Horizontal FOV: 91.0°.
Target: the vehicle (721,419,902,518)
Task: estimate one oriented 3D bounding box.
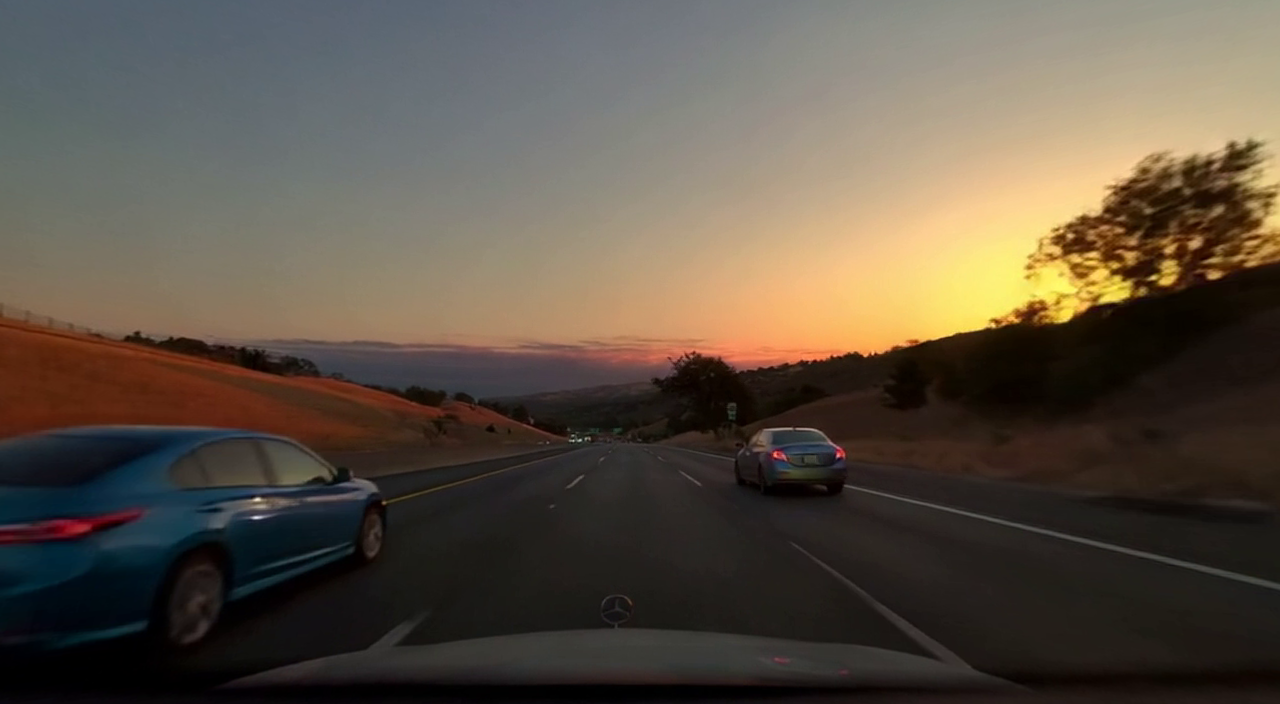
[{"bbox_3d":[3.176,2.274,12.801,2.349,1.651,4.161,0,-8,-2],"label":"vehicle"}]

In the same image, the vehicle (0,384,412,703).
[{"bbox_3d":[-3.700,1.256,4.962,2.206,1.604,4.374,0,-8,-1],"label":"vehicle"}]
